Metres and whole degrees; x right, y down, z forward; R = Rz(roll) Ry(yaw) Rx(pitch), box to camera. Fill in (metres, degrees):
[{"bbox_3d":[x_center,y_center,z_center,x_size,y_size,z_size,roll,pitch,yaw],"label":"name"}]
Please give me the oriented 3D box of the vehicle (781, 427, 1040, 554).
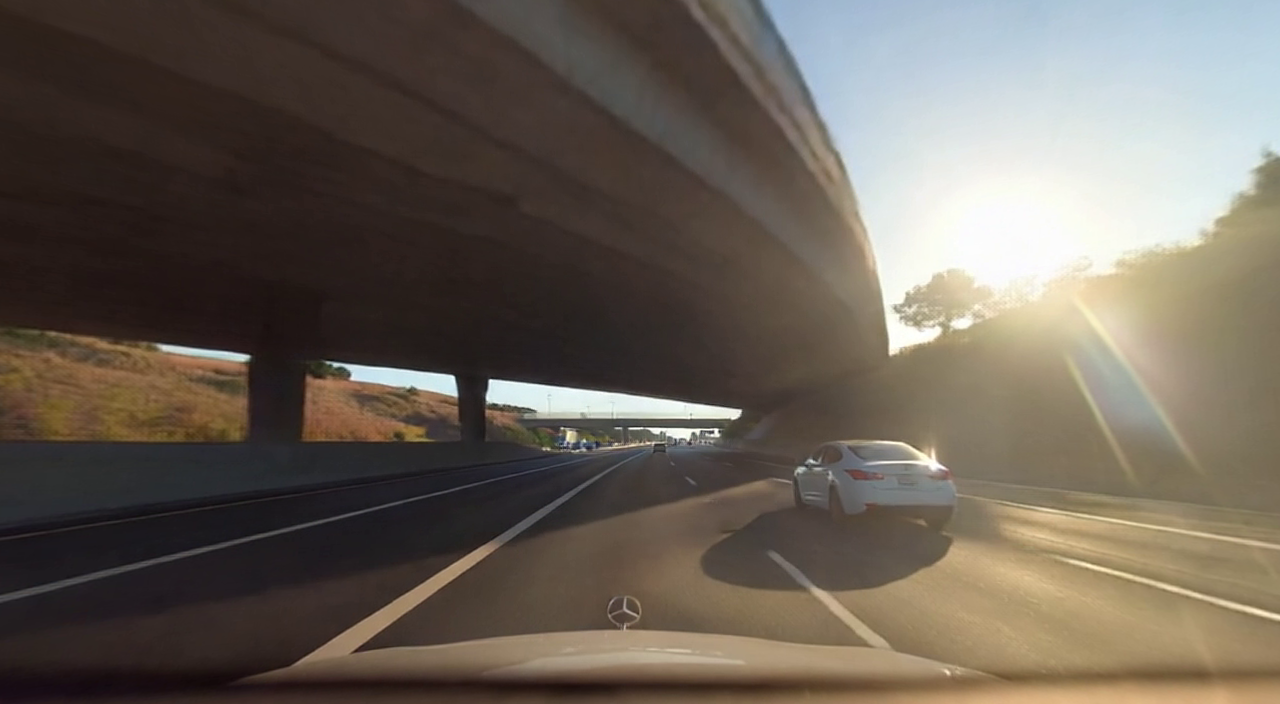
[{"bbox_3d":[3.766,2.005,9.929,1.999,1.492,4.673,0,-8,0],"label":"vehicle"}]
